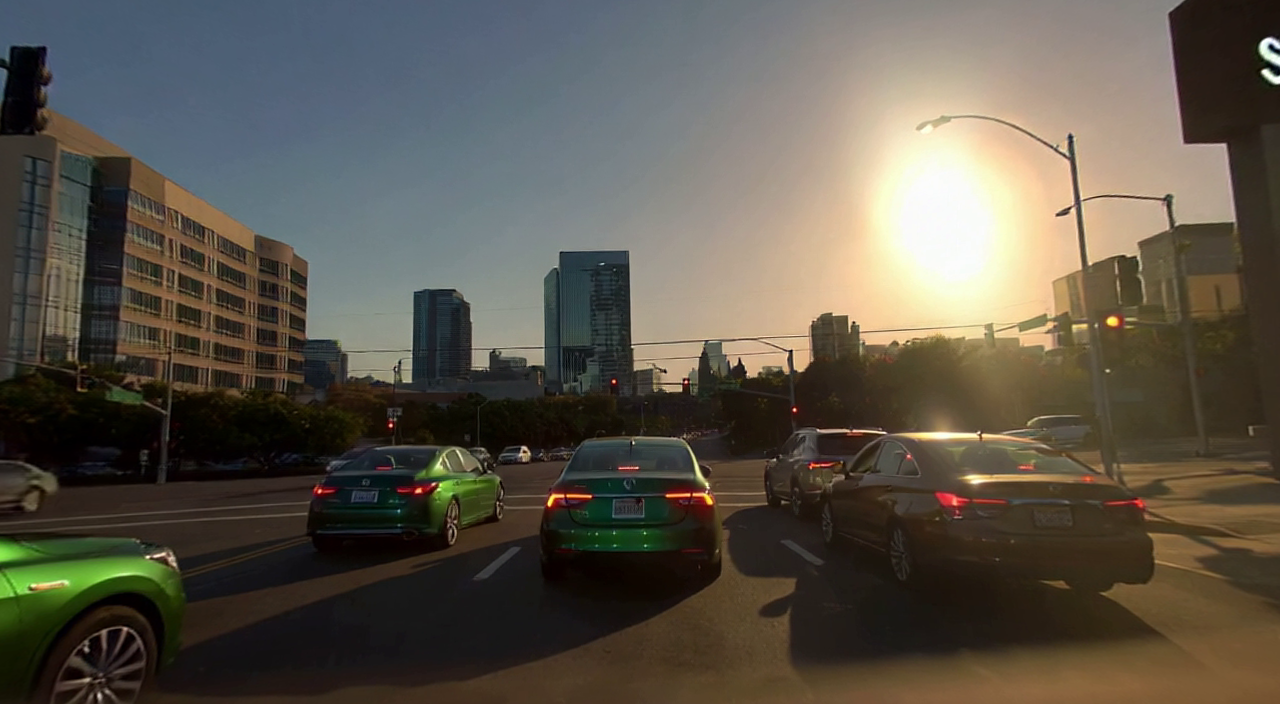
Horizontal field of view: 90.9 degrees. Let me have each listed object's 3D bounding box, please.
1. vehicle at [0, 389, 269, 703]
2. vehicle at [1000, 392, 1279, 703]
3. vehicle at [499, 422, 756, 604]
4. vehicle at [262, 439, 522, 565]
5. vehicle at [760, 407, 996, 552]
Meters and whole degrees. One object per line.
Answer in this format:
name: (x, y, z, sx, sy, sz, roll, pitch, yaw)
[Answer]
vehicle: (-3.474, 0.841, 1.841, 2.016, 1.547, 4.414, 0, -8, 1)
vehicle: (3.936, 0.972, 3.108, 1.800, 1.519, 4.198, 0, -8, 0)
vehicle: (-0.133, 1.649, 7.382, 2.140, 1.499, 4.119, 0, -8, -1)
vehicle: (-3.299, 2.068, 9.544, 1.995, 1.436, 4.373, -1, -8, 2)
vehicle: (3.307, 1.866, 9.839, 1.992, 1.744, 4.183, 0, -8, 0)
